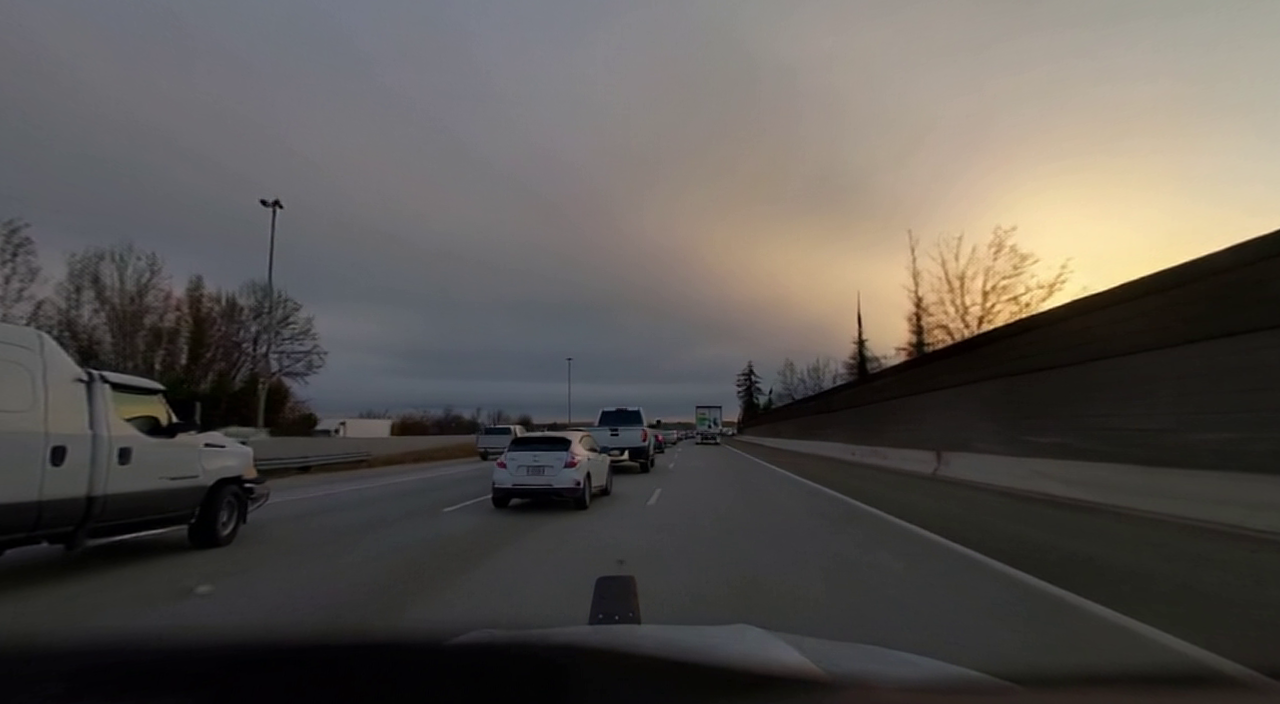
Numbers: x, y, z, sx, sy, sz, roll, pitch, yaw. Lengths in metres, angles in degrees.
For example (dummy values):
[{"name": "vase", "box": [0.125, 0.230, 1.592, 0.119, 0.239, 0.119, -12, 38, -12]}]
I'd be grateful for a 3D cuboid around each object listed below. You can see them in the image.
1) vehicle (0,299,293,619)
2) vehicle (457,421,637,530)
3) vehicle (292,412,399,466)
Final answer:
[{"name": "vehicle", "box": [-6.072, 0.921, 5.565, 2.386, 2.435, 5.831, -1, -8, 3]}, {"name": "vehicle", "box": [-1.303, 1.990, 10.825, 2.089, 1.485, 4.153, -1, -8, 6]}, {"name": "vehicle", "box": [-18.653, 5.593, 40.469, 2.622, 3.151, 7.753, -1, -8, 4]}]
